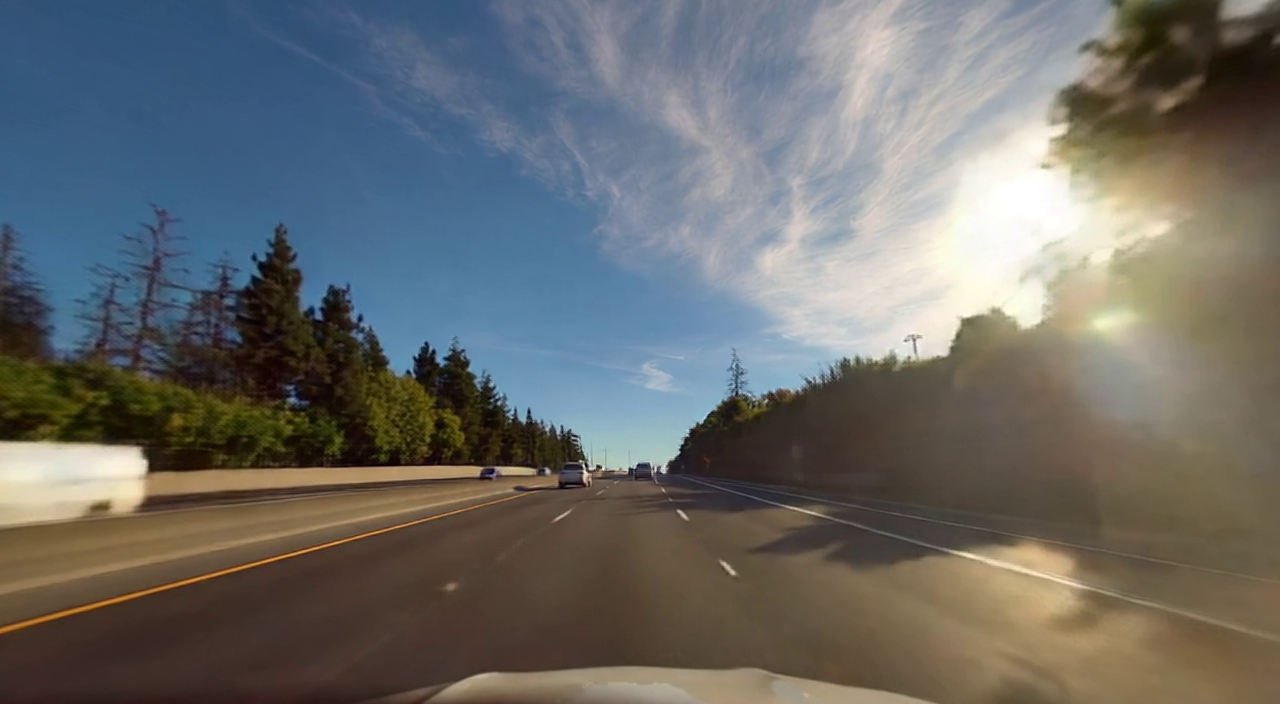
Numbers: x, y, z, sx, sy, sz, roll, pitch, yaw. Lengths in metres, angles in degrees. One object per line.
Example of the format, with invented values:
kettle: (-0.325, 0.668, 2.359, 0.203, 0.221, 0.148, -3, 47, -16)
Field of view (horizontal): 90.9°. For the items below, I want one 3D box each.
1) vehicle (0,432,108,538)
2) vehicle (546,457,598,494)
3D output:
vehicle: (-12.797, 2.379, 11.302, 2.301, 1.905, 4.663, 1, -10, 0)
vehicle: (-3.622, 6.746, 34.524, 2.233, 1.791, 4.981, 1, -10, 1)
